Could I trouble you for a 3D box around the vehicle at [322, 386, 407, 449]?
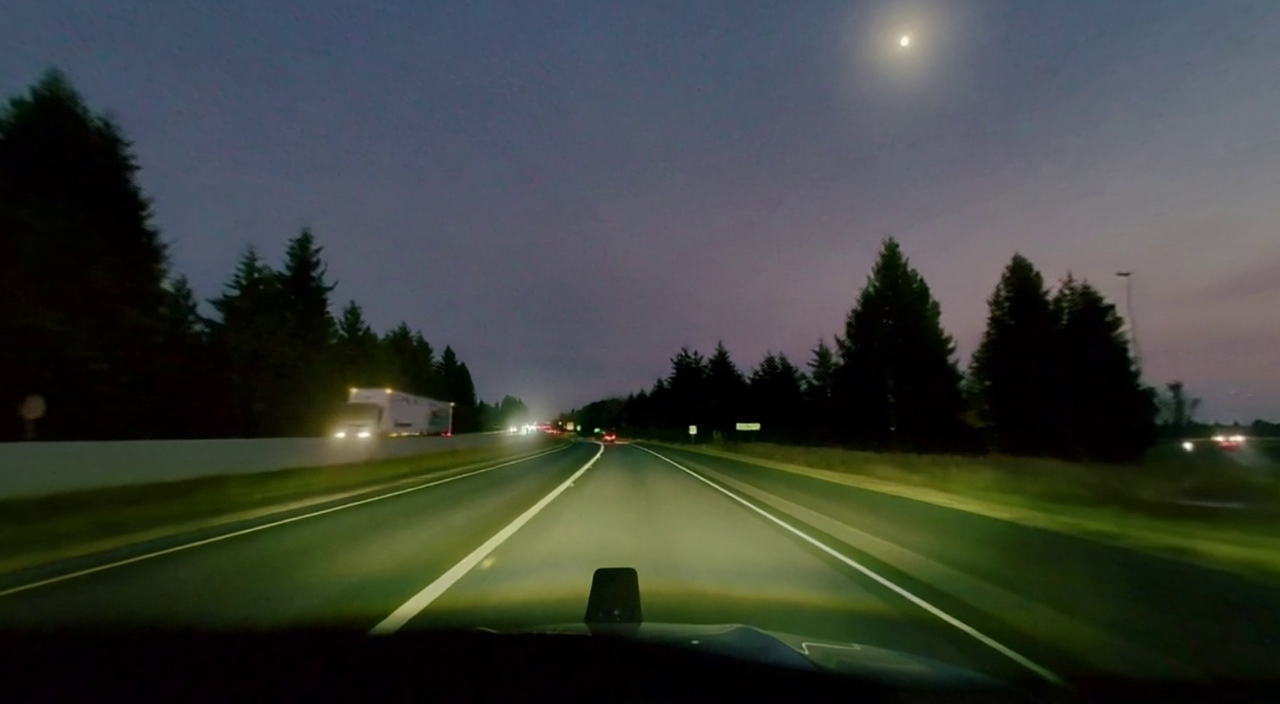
[{"bbox_3d":[-17.979,4.385,41.602,2.989,3.819,5.967,0,-8,-2],"label":"vehicle"}]
